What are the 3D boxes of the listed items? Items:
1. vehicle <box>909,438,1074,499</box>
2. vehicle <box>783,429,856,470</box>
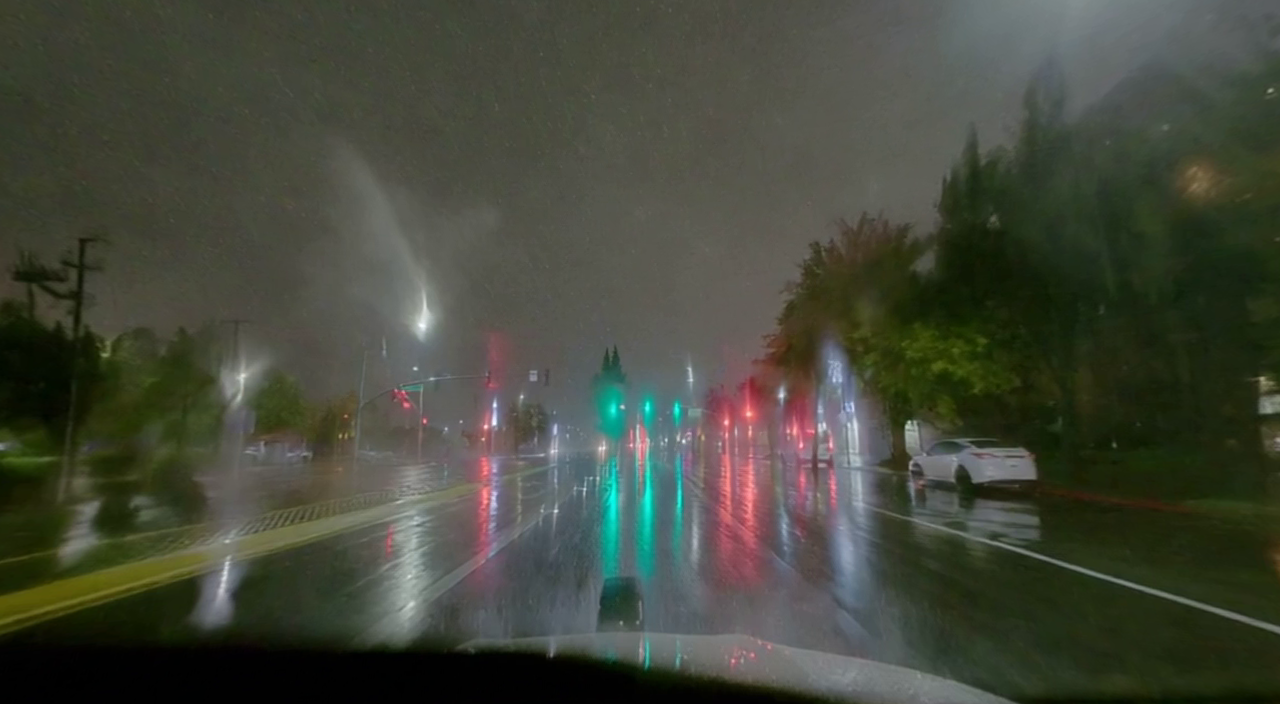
[{"bbox_3d":[9.671,3.220,17.931,1.945,1.478,4.653,0,-8,-1],"label":"vehicle"},{"bbox_3d":[10.009,5.509,35.917,2.273,2.103,5.788,0,-8,-2],"label":"vehicle"}]
